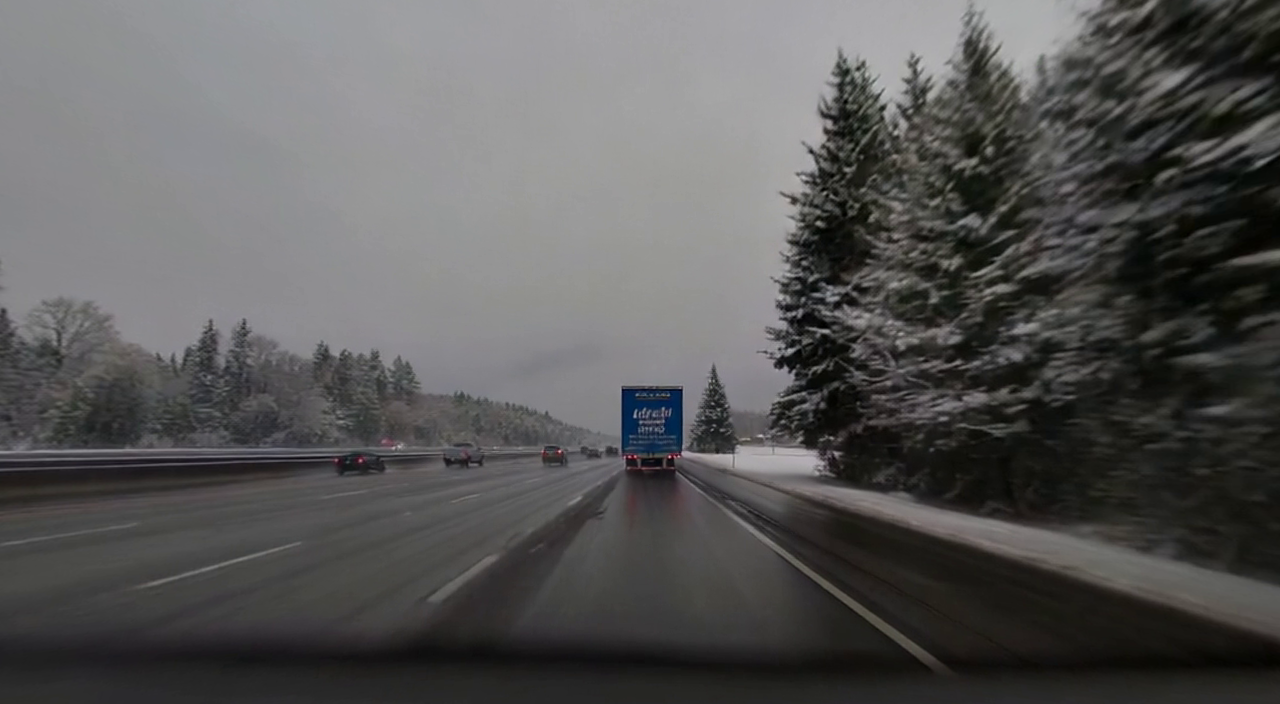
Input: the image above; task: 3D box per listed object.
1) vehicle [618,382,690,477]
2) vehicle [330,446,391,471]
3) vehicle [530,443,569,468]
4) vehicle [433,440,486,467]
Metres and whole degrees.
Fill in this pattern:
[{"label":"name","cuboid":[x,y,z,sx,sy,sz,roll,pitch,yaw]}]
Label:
[{"label":"vehicle","cuboid":[0.553,4.560,35.494,3.140,4.100,15.551,1,-9,0]},{"label":"vehicle","cuboid":[-18.034,6.882,41.001,1.901,1.485,4.279,0,-8,1]},{"label":"vehicle","cuboid":[-6.832,7.841,48.102,2.152,1.732,4.782,0,-8,1]},{"label":"vehicle","cuboid":[-13.690,7.744,48.290,2.296,1.907,5.659,0,-8,1]}]
